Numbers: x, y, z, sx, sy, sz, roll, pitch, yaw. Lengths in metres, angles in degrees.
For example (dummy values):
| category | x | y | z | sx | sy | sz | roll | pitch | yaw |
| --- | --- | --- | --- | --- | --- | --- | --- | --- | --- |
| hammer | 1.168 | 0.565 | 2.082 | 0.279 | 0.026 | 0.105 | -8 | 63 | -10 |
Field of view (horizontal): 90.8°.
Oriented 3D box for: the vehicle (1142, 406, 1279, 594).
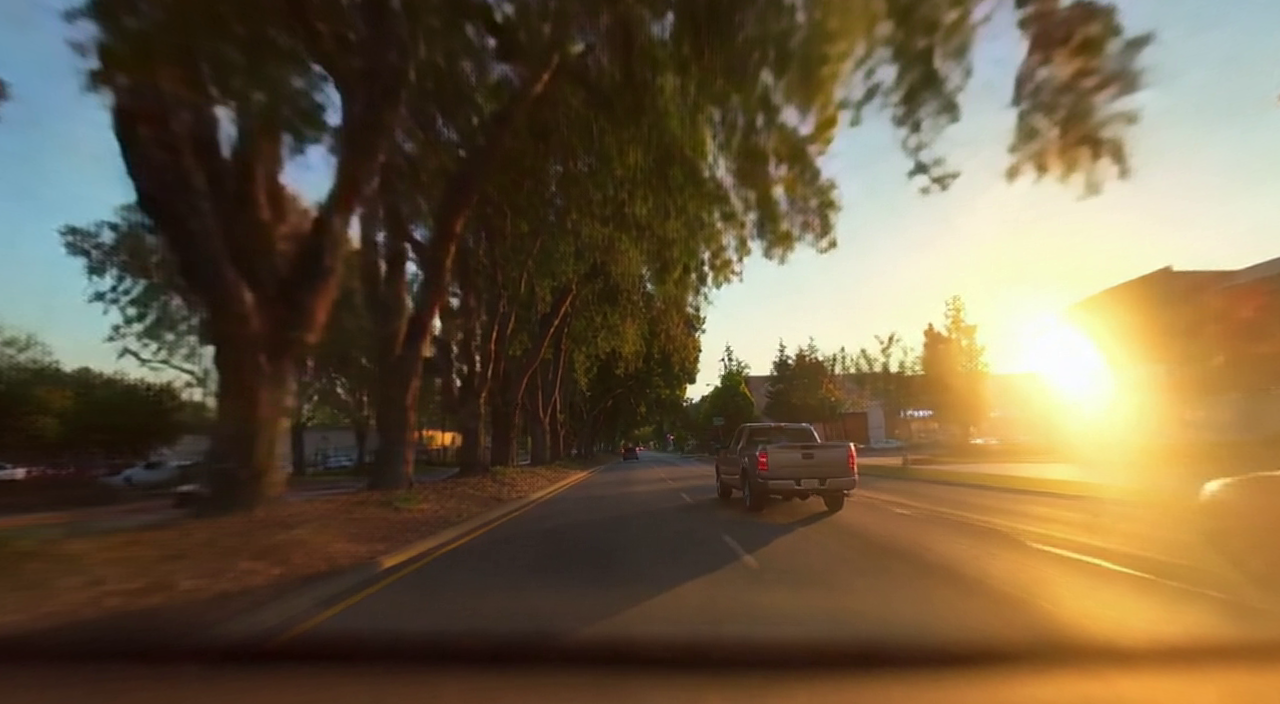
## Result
| category | x | y | z | sx | sy | sz | roll | pitch | yaw |
| --- | --- | --- | --- | --- | --- | --- | --- | --- | --- |
| vehicle | 6.491 | 1.156 | 4.686 | 1.993 | 1.604 | 4.260 | -1 | -8 | 0 |

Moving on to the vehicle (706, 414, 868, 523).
| category | x | y | z | sx | sy | sz | roll | pitch | yaw |
| --- | --- | --- | --- | --- | --- | --- | --- | --- | --- |
| vehicle | 2.810 | 2.397 | 13.584 | 2.138 | 1.836 | 5.245 | 0 | -8 | -1 |

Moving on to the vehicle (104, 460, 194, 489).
| category | x | y | z | sx | sy | sz | roll | pitch | yaw |
| --- | --- | --- | --- | --- | --- | --- | --- | --- | --- |
| vehicle | -29.799 | 7.458 | 38.460 | 3.749 | 1.600 | 2.011 | 0 | -8 | -2 |

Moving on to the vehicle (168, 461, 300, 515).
| category | x | y | z | sx | sy | sz | roll | pitch | yaw |
| --- | --- | --- | --- | --- | --- | --- | --- | --- | --- |
| vehicle | -13.550 | 4.529 | 21.435 | 1.835 | 1.487 | 4.201 | 0 | -8 | -3 |
